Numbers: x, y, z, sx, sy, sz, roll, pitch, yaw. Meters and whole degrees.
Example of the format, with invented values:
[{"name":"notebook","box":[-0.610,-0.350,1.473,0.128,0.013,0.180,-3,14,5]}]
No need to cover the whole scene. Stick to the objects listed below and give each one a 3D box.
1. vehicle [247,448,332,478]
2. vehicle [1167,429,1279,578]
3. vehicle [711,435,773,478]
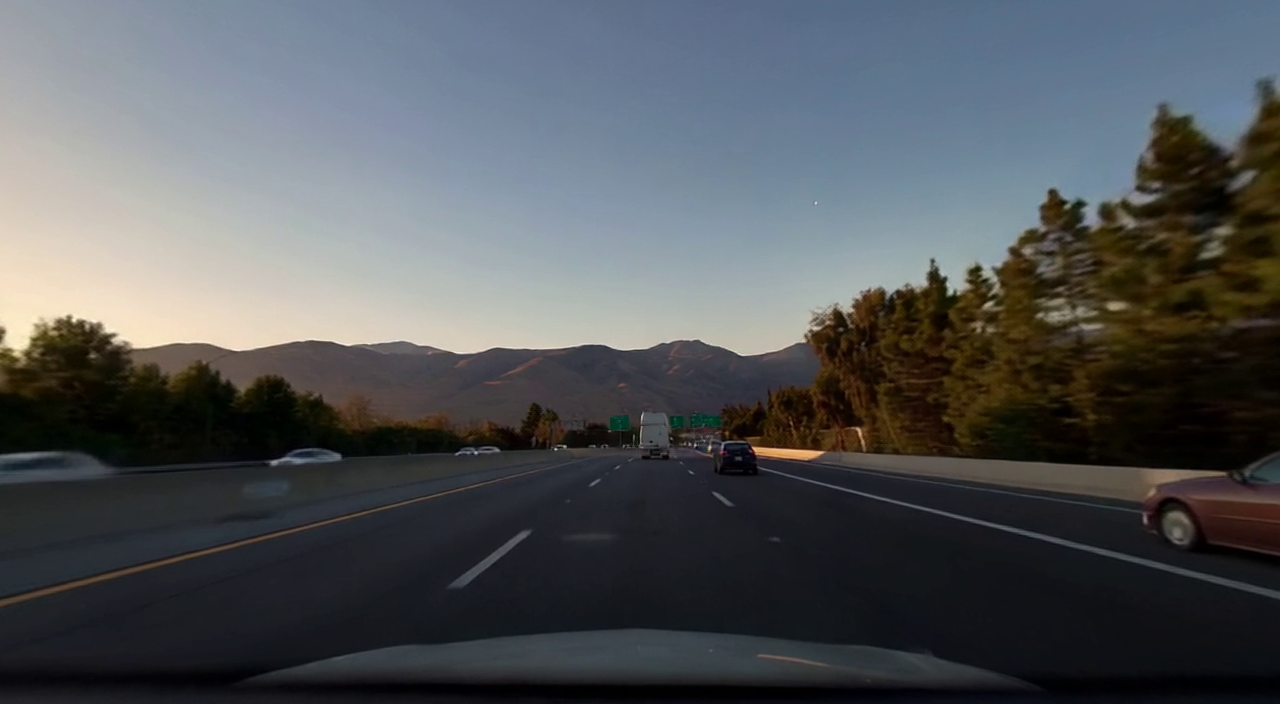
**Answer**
[{"name":"vehicle","box":[-19.042,6.037,34.515,1.860,1.493,4.718,-1,-8,2]},{"name":"vehicle","box":[7.215,1.345,5.291,1.982,1.440,4.171,-1,-8,1]},{"name":"vehicle","box":[4.142,4.295,26.178,1.880,1.624,3.941,0,-8,0]}]
